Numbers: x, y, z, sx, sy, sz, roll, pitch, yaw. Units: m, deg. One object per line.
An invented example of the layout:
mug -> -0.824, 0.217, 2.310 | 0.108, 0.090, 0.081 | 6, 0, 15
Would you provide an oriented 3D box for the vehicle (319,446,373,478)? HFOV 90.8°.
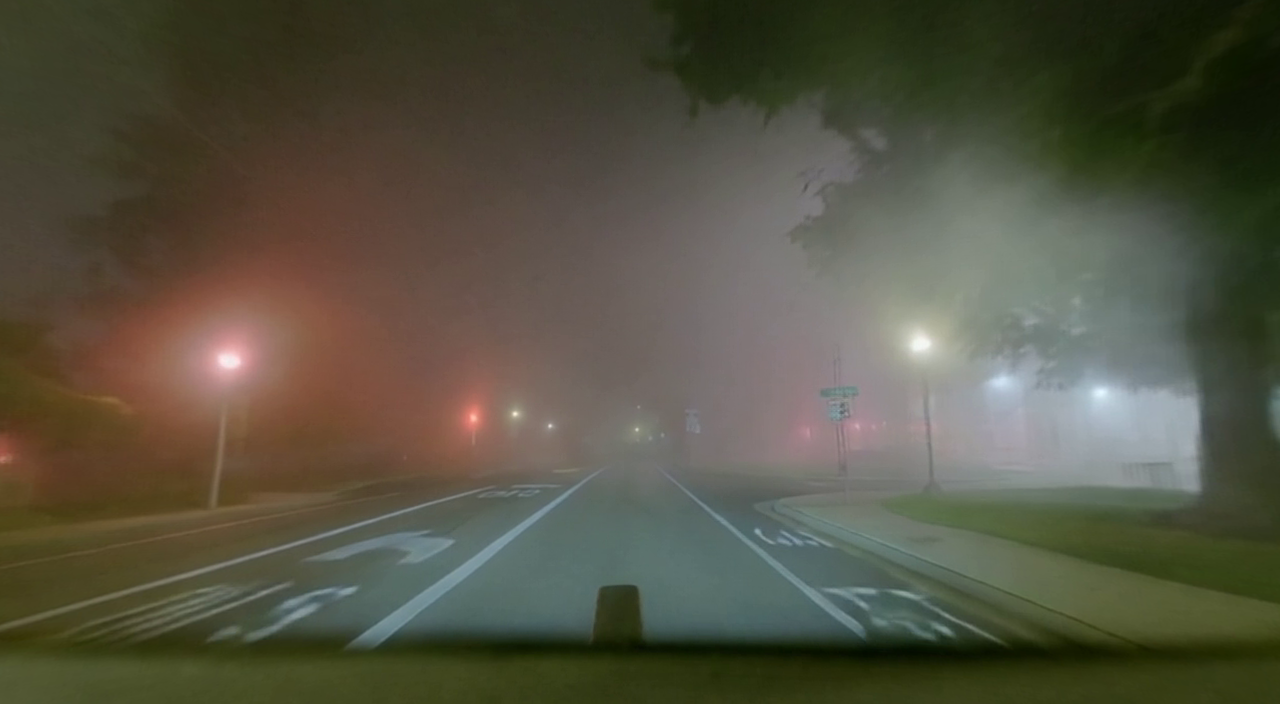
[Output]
vehicle -> -14.970, 5.537, 32.059 | 2.061, 1.475, 4.357 | 5, -10, -29
